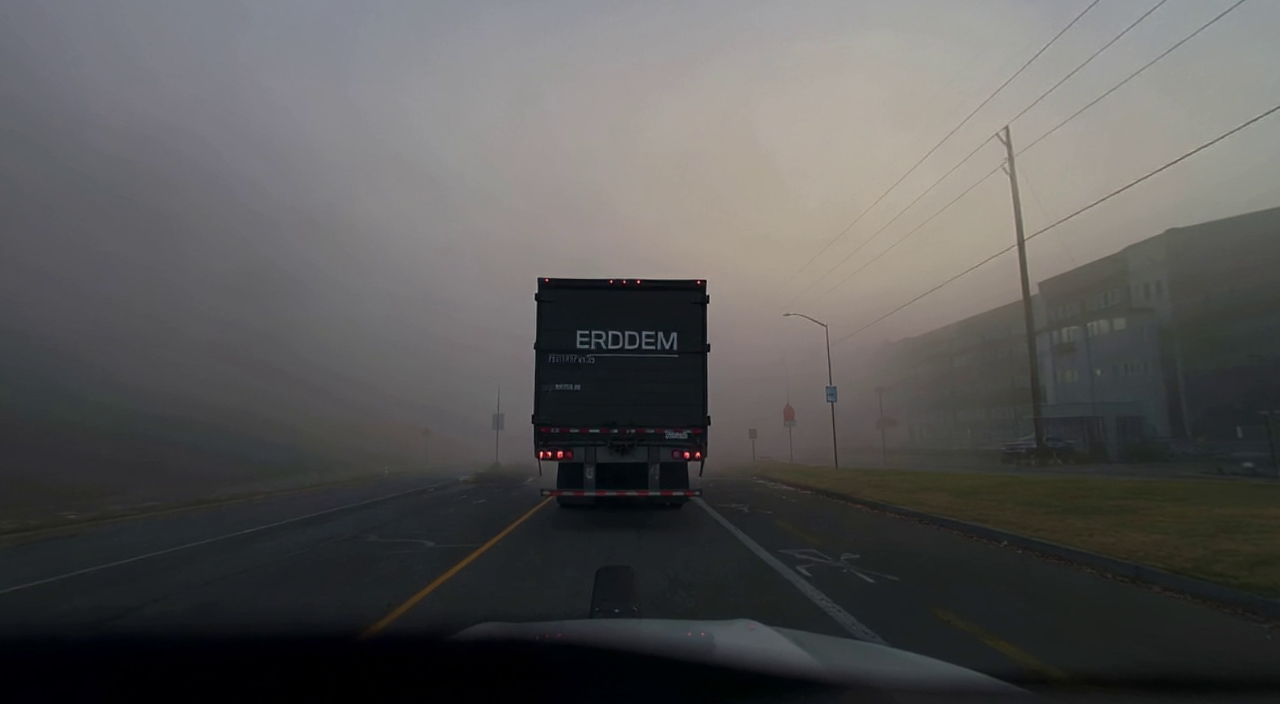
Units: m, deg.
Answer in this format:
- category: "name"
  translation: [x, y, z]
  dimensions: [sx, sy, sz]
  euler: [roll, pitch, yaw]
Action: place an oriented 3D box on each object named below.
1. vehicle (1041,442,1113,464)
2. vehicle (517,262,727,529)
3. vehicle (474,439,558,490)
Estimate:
- category: "vehicle"
  translation: [31.352, 7.216, 45.167]
  dimensions: [1.652, 1.423, 3.797]
  euler: [5, -9, -35]
- category: "vehicle"
  translation: [-0.207, 1.186, 13.471]
  dimensions: [2.876, 3.724, 9.351]
  euler: [0, -8, 1]
- category: "vehicle"
  translation: [-3.925, 3.607, 20.549]
  dimensions: [1.957, 1.462, 3.878]
  euler: [0, -8, 0]
